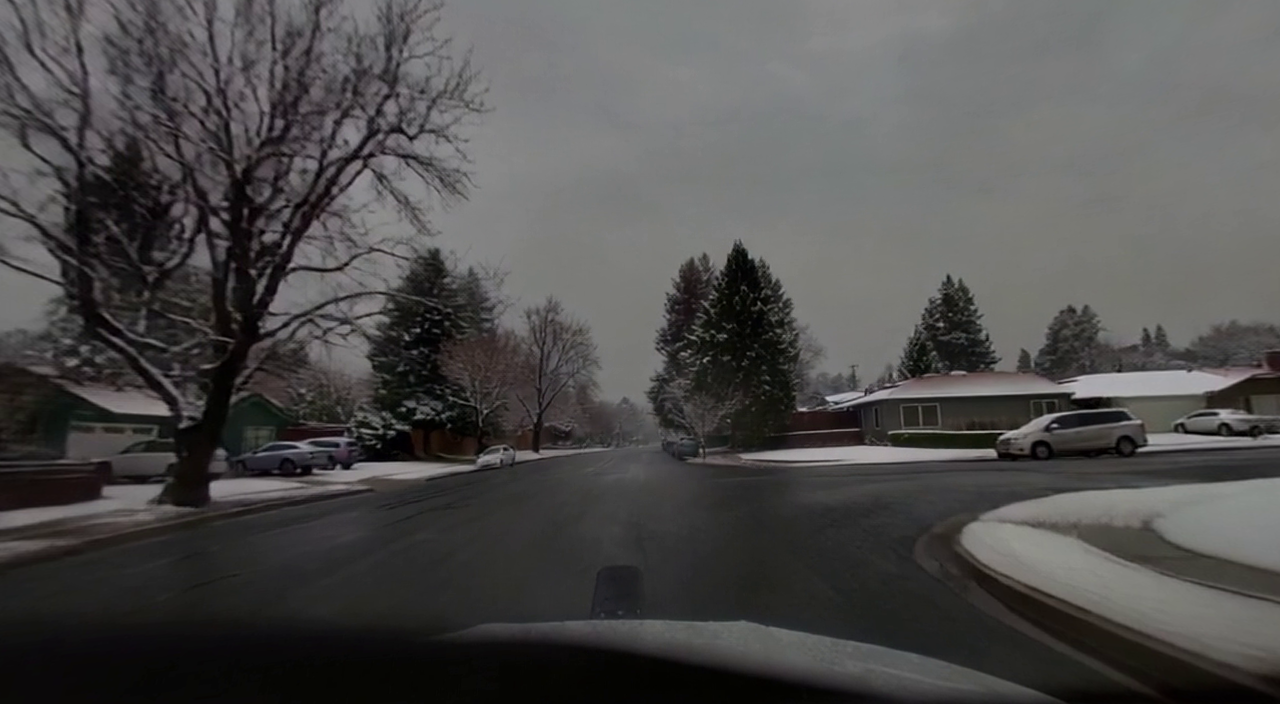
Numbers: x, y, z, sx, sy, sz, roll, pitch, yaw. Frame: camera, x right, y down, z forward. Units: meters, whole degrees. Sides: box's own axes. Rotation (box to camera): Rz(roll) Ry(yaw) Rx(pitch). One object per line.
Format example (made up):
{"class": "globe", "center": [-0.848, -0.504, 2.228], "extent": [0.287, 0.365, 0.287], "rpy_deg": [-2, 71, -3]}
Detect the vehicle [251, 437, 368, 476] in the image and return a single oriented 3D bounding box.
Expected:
{"class": "vehicle", "center": [-16.563, 5.235, 31.790], "extent": [4.683, 1.849, 2.044], "rpy_deg": [1, -9, -5]}

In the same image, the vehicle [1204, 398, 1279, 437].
{"class": "vehicle", "center": [33.938, 3.644, 34.384], "extent": [2.029, 1.747, 4.373], "rpy_deg": [0, -11, -2]}

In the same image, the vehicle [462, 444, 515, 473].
{"class": "vehicle", "center": [-8.796, 6.198, 36.929], "extent": [2.040, 1.525, 5.212], "rpy_deg": [0, -9, -3]}

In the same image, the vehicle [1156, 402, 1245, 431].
{"class": "vehicle", "center": [34.829, 4.104, 39.311], "extent": [1.971, 1.581, 4.495], "rpy_deg": [-2, -9, 10]}

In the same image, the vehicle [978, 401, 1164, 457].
{"class": "vehicle", "center": [17.257, 3.152, 25.372], "extent": [6.088, 2.084, 2.337], "rpy_deg": [1, -9, -10]}

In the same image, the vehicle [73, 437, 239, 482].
{"class": "vehicle", "center": [-18.849, 4.182, 24.799], "extent": [1.829, 1.584, 4.748], "rpy_deg": [-5, -10, 27]}
